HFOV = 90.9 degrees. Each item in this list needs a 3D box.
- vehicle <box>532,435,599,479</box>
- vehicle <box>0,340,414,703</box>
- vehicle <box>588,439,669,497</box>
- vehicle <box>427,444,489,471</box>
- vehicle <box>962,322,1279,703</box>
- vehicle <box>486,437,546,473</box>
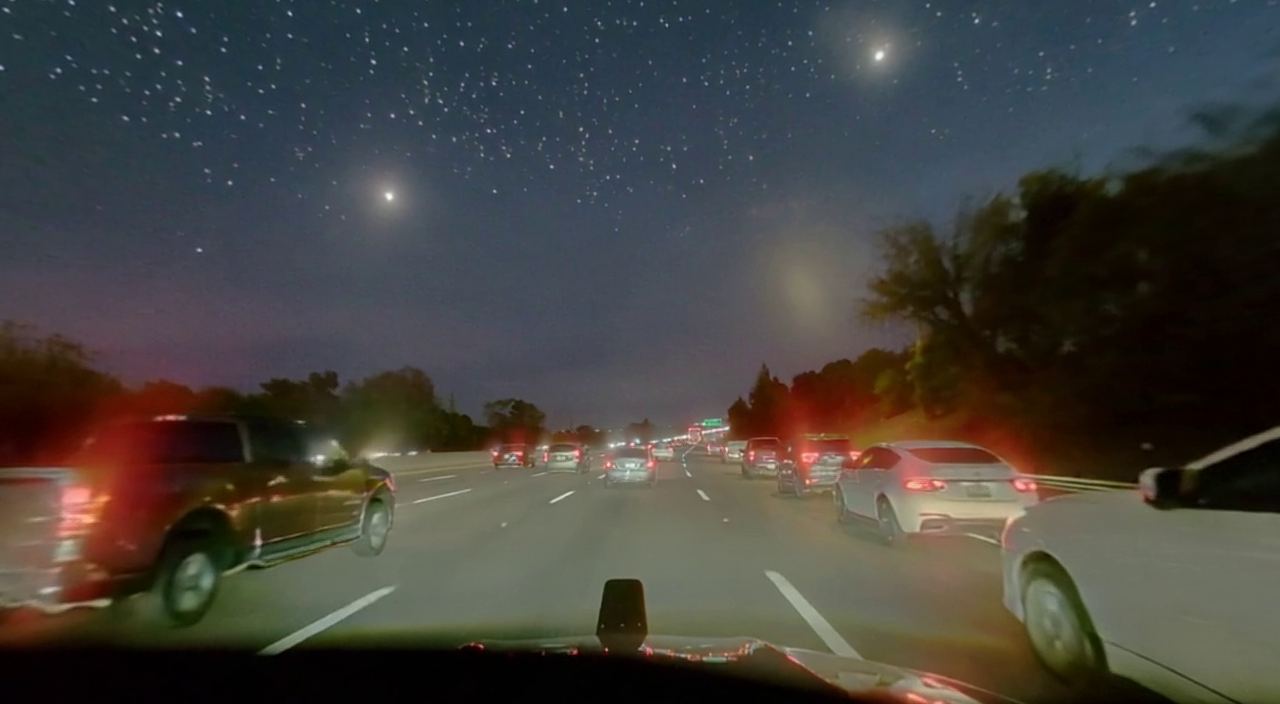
[{"bbox_3d":[-3.079,4.467,27.111,2.153,1.726,4.546,-1,-8,3],"label":"vehicle"},{"bbox_3d":[-4.080,1.213,5.437,2.110,1.811,5.585,0,-8,1],"label":"vehicle"},{"bbox_3d":[-0.237,3.250,18.136,2.070,1.456,4.029,0,-8,2],"label":"vehicle"},{"bbox_3d":[-10.504,6.110,36.817,1.903,1.460,4.958,-1,-8,4],"label":"vehicle"},{"bbox_3d":[2.743,0.633,1.020,1.964,1.631,4.837,0,-8,1],"label":"vehicle"},{"bbox_3d":[-6.394,5.349,32.936,2.023,1.693,4.386,-1,-8,3],"label":"vehicle"}]
